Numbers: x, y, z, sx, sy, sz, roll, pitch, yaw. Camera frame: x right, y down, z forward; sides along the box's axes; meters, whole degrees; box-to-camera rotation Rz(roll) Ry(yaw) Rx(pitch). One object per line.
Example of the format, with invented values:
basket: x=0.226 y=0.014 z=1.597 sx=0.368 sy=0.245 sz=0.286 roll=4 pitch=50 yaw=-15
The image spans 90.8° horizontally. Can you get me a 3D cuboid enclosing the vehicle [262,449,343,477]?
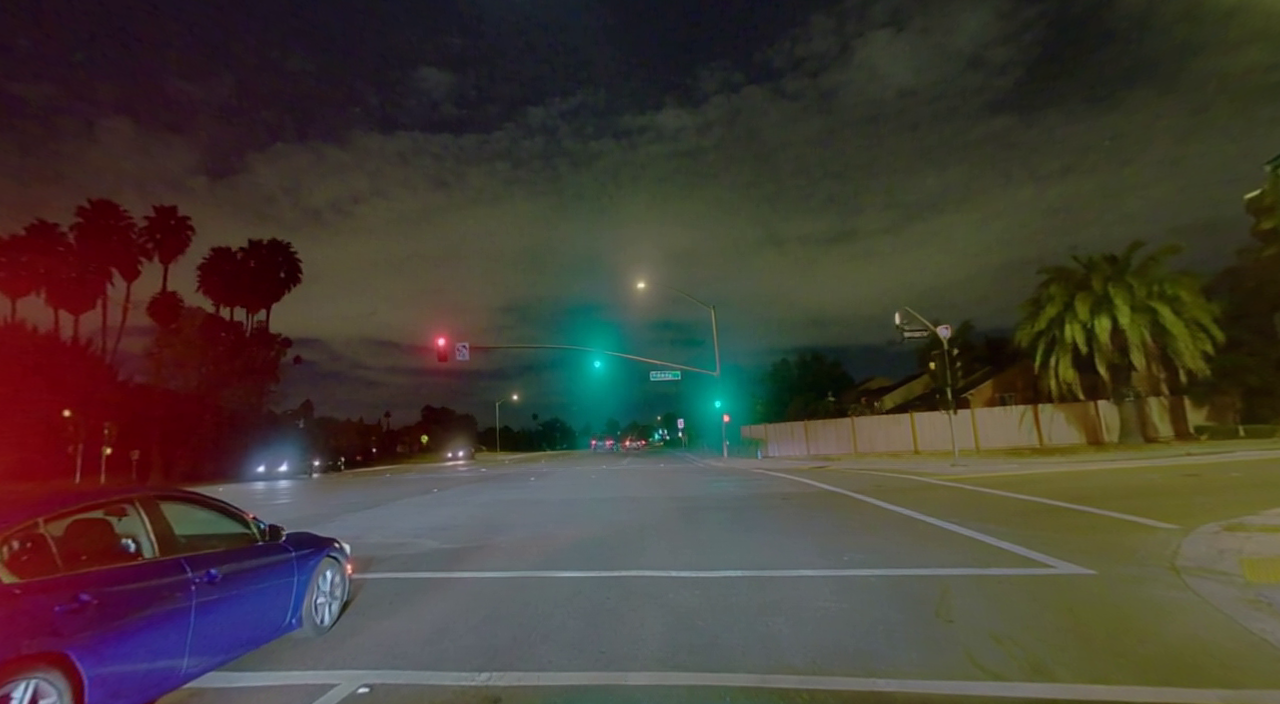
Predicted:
vehicle: x=-20.005 y=6.541 z=37.676 sx=2.084 sy=1.528 sz=4.778 roll=-1 pitch=-9 yaw=2

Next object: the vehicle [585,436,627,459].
vehicle: x=-2.358 y=6.854 z=45.468 sx=2.083 sy=1.541 sz=4.777 roll=-2 pitch=-9 yaw=9
